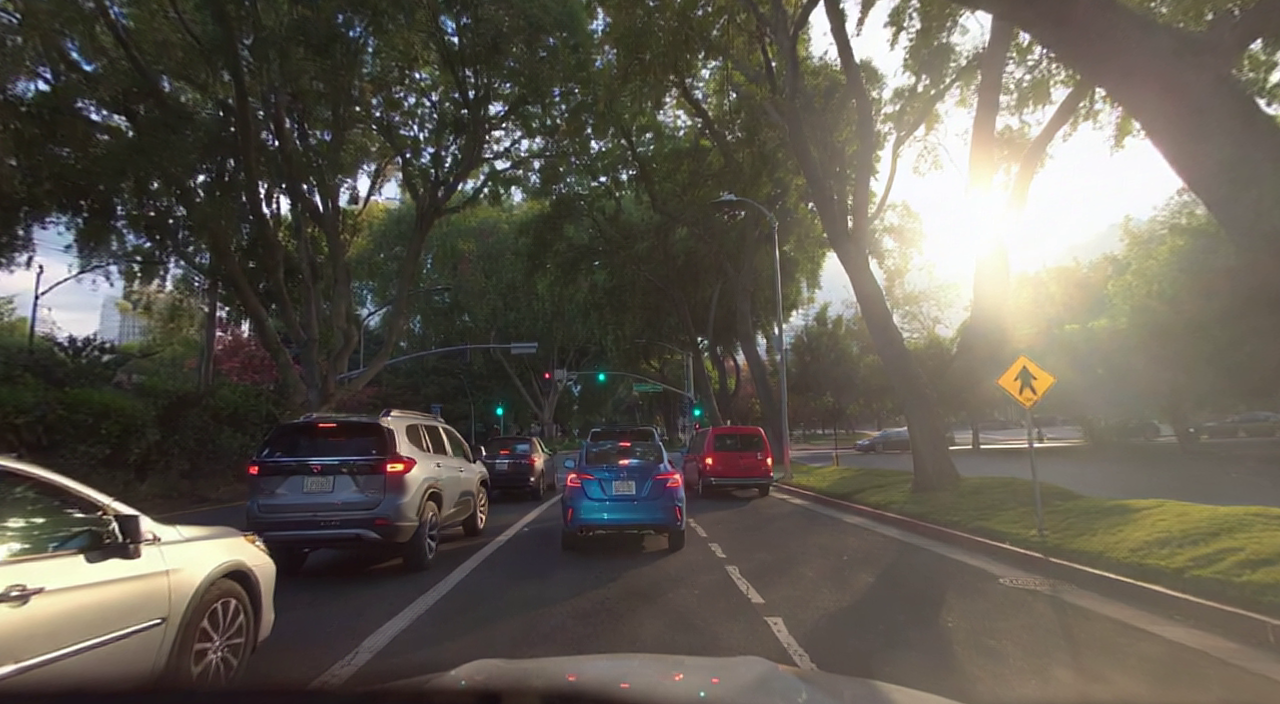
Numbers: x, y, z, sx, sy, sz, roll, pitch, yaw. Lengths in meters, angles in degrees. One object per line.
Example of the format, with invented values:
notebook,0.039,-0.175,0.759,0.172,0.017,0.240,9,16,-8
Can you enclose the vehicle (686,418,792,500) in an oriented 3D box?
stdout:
vehicle,2.451,2.811,16.867,2.059,1.864,4.541,0,-8,-1

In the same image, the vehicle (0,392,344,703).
vehicle,-2.919,0.832,1.628,1.974,1.484,4.716,0,-8,0

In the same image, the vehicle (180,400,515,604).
vehicle,-2.894,1.575,7.454,1.964,1.712,4.097,0,-8,0

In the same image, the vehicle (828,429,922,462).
vehicle,11.380,4.556,30.695,3.883,1.534,1.779,0,-8,2

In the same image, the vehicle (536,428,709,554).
vehicle,-0.255,1.920,9.349,2.025,1.453,3.848,0,-8,-2
